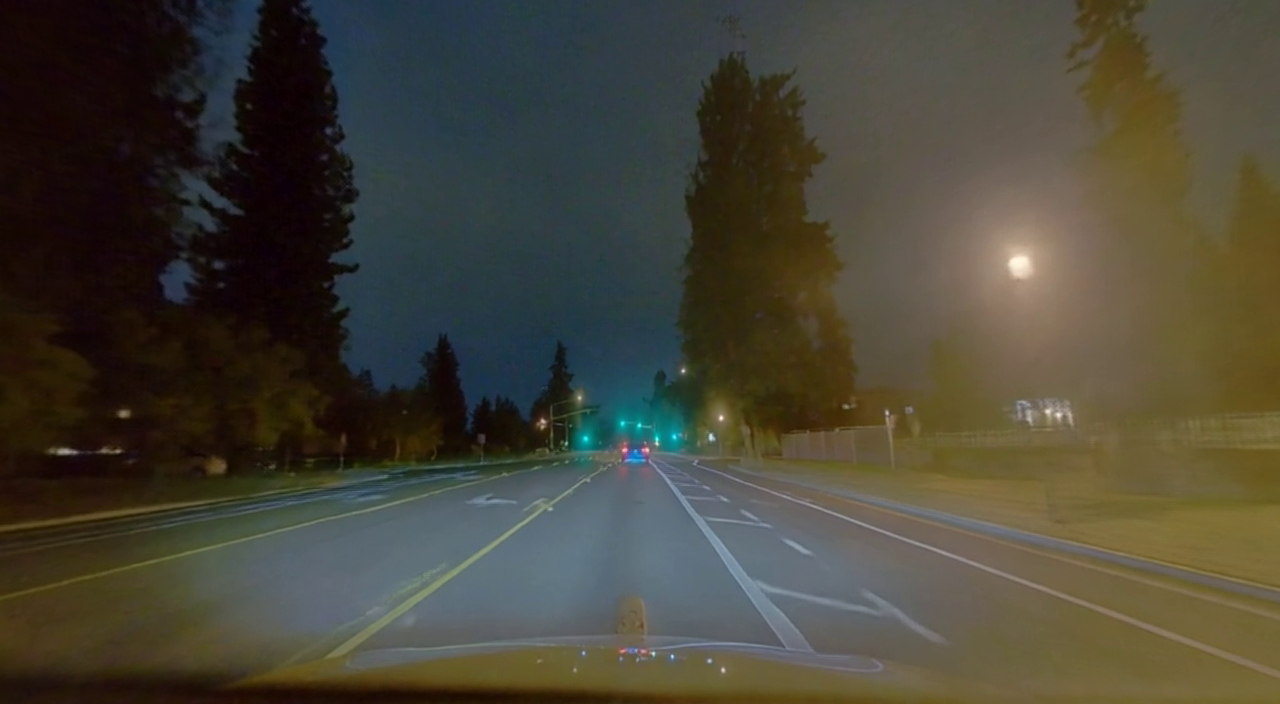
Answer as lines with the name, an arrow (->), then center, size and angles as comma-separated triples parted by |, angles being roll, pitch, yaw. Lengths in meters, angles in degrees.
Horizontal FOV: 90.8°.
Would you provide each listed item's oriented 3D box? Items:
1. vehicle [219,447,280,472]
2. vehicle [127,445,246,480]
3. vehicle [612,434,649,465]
vehicle -> -24.735, 6.815, 40.137 | 1.830, 1.467, 4.270 | 2, -9, -11
vehicle -> -22.072, 5.370, 30.883 | 4.241, 1.601, 1.970 | 0, -8, 1
vehicle -> -0.583, 6.183, 40.152 | 2.230, 1.827, 4.298 | 0, -8, -1
